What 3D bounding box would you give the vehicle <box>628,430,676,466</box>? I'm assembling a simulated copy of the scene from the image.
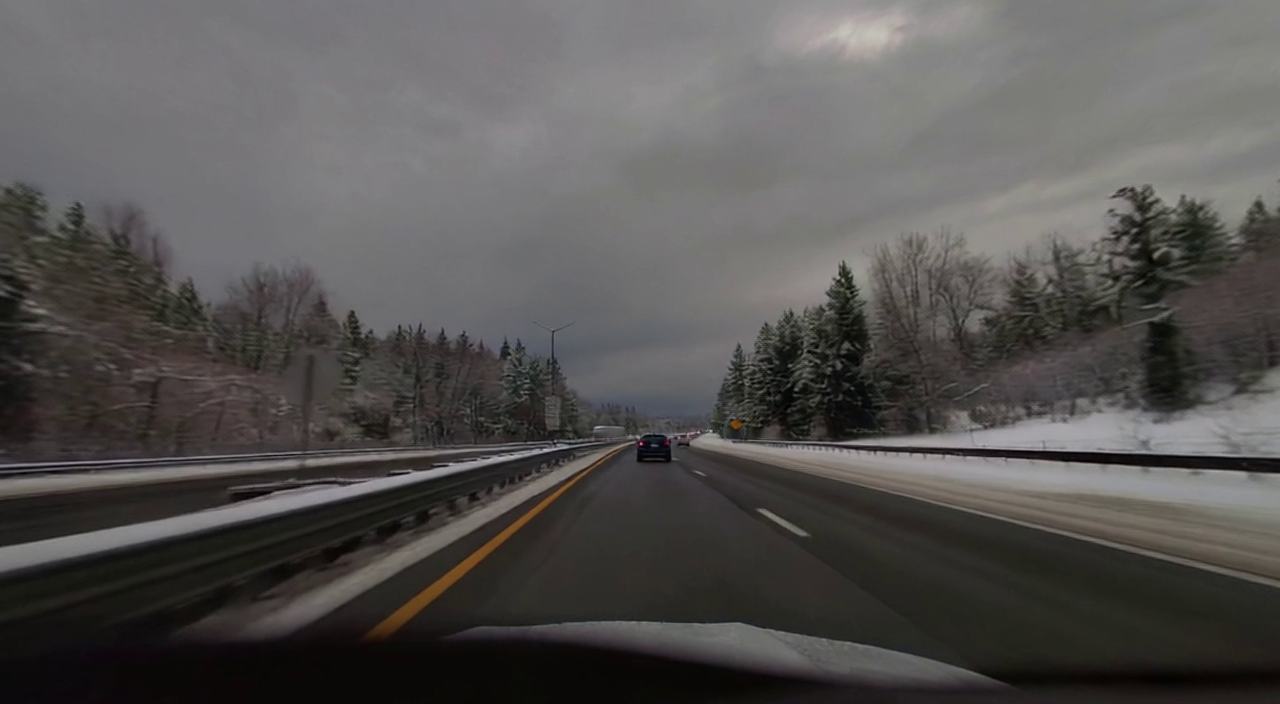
[{"bbox_3d":[0.471,4.441,29.256,2.046,1.526,3.903,0,-8,-2],"label":"vehicle"}]
